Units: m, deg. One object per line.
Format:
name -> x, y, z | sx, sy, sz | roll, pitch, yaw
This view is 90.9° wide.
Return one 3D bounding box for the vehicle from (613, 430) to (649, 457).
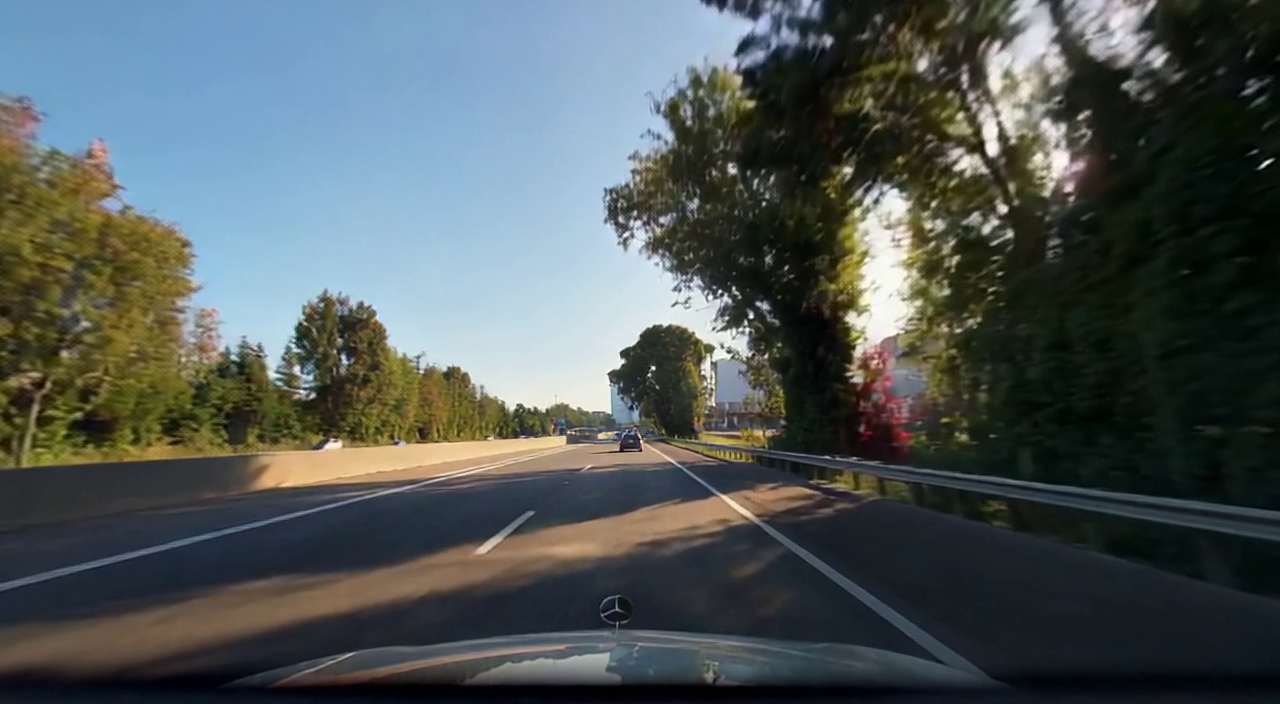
vehicle -> -0.587, 5.737, 39.634 | 2.151, 1.618, 3.898 | 0, -8, -2
